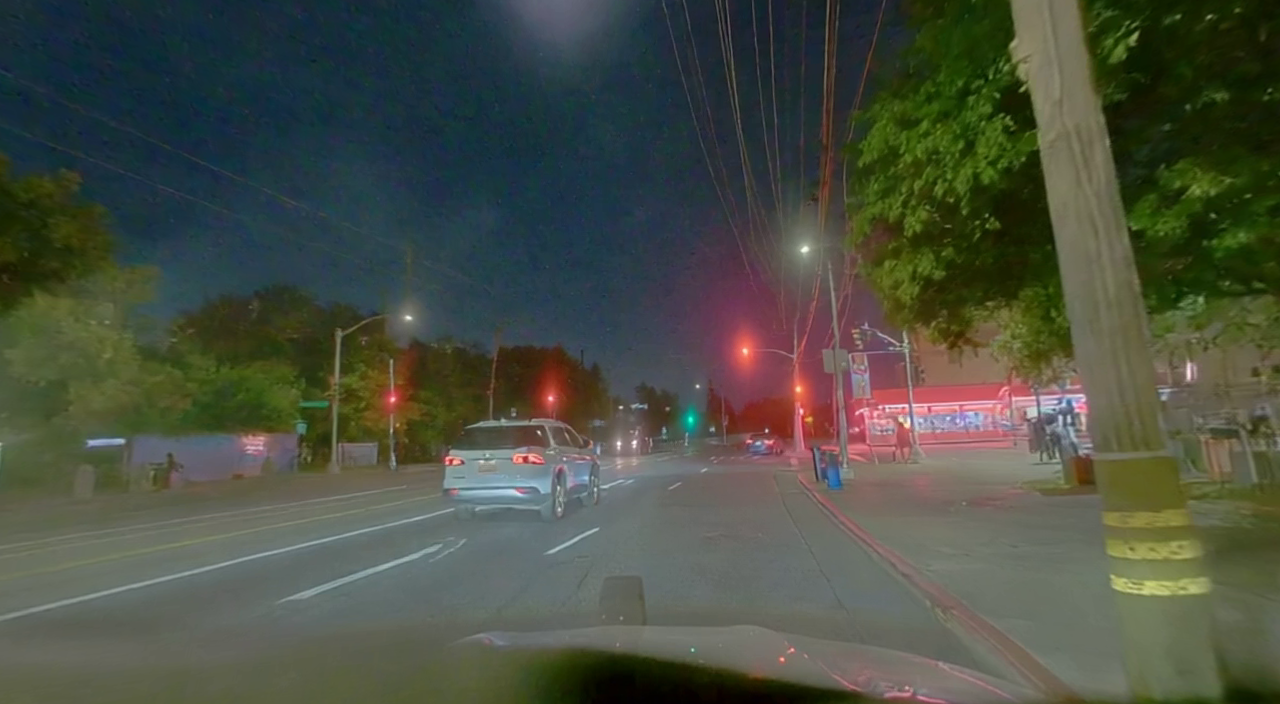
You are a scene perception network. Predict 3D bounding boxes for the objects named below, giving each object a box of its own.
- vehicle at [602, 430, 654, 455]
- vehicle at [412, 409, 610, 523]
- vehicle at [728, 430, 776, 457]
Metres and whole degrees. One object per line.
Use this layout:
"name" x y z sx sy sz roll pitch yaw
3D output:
"vehicle" -0.760 6.428 44.916 2.017 1.684 4.483 -4 -9 23
"vehicle" -2.127 2.071 11.981 2.101 1.721 4.364 -2 -8 11
"vehicle" 6.718 5.435 37.447 2.006 1.470 4.099 -3 -9 21
